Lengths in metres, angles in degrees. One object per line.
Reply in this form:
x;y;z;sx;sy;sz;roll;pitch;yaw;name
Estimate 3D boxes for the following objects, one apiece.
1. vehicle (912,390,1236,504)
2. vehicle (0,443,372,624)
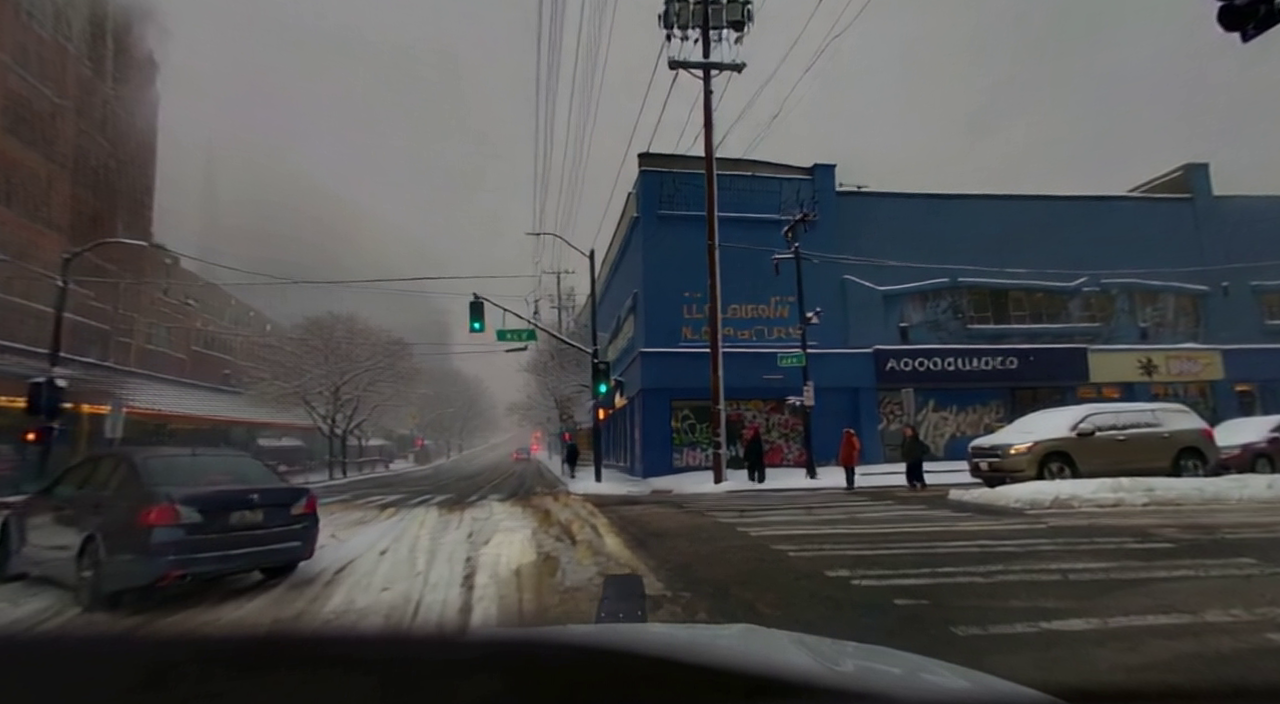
8.503;1.884;12.686;4.970;1.972;2.372;1;-9;-11;vehicle
-5.436;1.805;7.309;4.439;1.457;2.097;-6;-10;33;vehicle
